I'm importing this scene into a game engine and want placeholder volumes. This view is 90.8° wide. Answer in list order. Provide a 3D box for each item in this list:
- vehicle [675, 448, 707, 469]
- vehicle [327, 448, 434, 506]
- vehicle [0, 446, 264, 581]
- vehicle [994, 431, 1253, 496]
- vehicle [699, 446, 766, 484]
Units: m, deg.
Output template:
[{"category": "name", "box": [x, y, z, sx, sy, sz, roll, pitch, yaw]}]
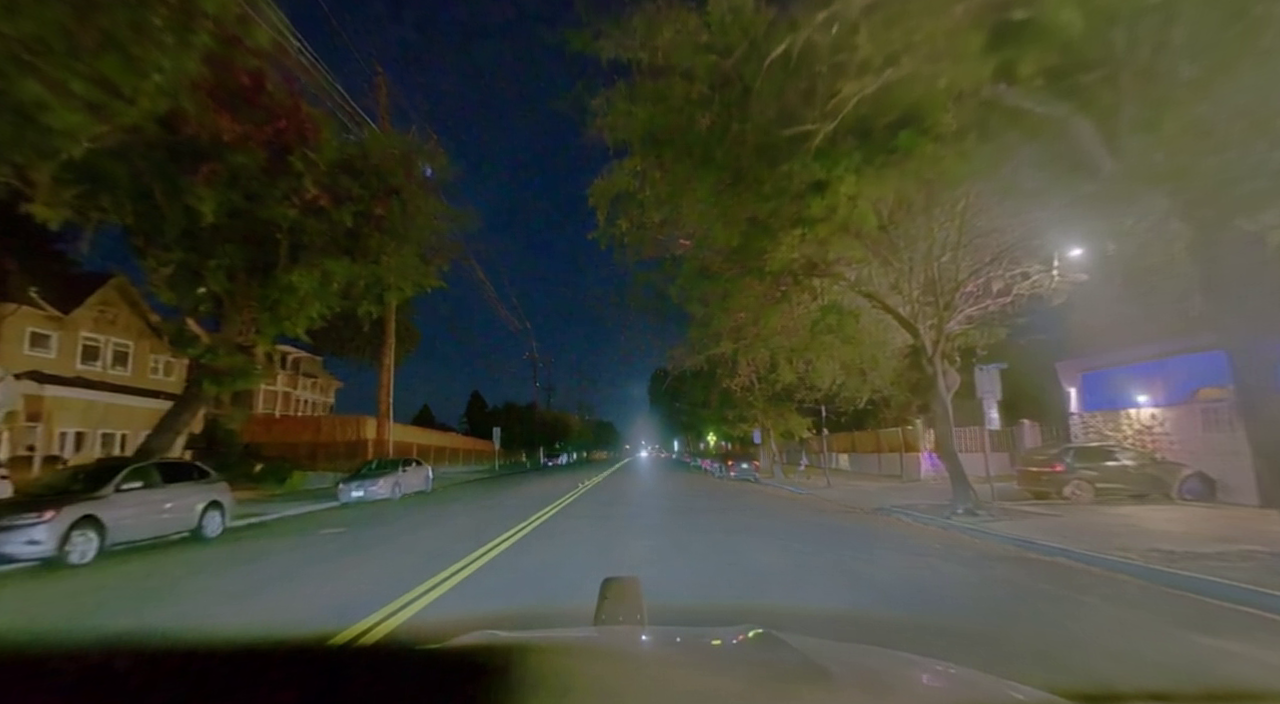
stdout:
[{"category": "vehicle", "box": [3.826, 8.081, 47.990, 2.031, 1.470, 4.470, 0, -8, -1]}, {"category": "vehicle", "box": [-8.822, 4.239, 21.935, 1.970, 1.785, 4.274, 0, -8, -2]}, {"category": "vehicle", "box": [-8.583, 2.443, 10.483, 1.913, 1.723, 4.318, 0, -8, 1]}, {"category": "vehicle", "box": [11.799, 2.744, 15.715, 4.716, 1.480, 2.023, 0, -8, 1]}, {"category": "vehicle", "box": [4.153, 5.131, 29.040, 2.052, 1.476, 4.438, -2, -8, -5]}]
